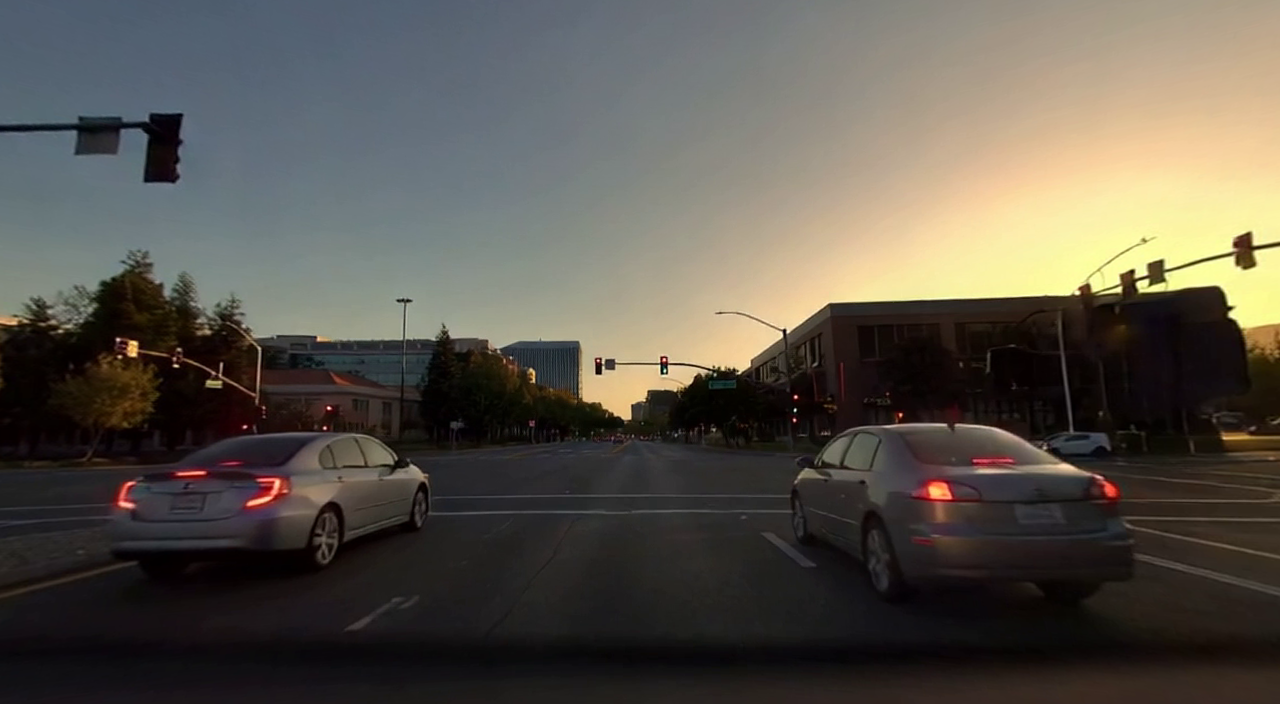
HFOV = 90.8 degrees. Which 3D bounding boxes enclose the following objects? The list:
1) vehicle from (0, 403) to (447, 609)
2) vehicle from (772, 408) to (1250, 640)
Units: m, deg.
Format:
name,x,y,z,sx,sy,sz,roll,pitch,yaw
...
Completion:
name,x,y,z,sx,sy,sz,roll,pitch,yaw
vehicle,-3.892,1.487,7.044,1.973,1.526,4.533,0,-8,1
vehicle,2.955,1.490,6.610,2.130,1.524,4.722,0,-8,0
